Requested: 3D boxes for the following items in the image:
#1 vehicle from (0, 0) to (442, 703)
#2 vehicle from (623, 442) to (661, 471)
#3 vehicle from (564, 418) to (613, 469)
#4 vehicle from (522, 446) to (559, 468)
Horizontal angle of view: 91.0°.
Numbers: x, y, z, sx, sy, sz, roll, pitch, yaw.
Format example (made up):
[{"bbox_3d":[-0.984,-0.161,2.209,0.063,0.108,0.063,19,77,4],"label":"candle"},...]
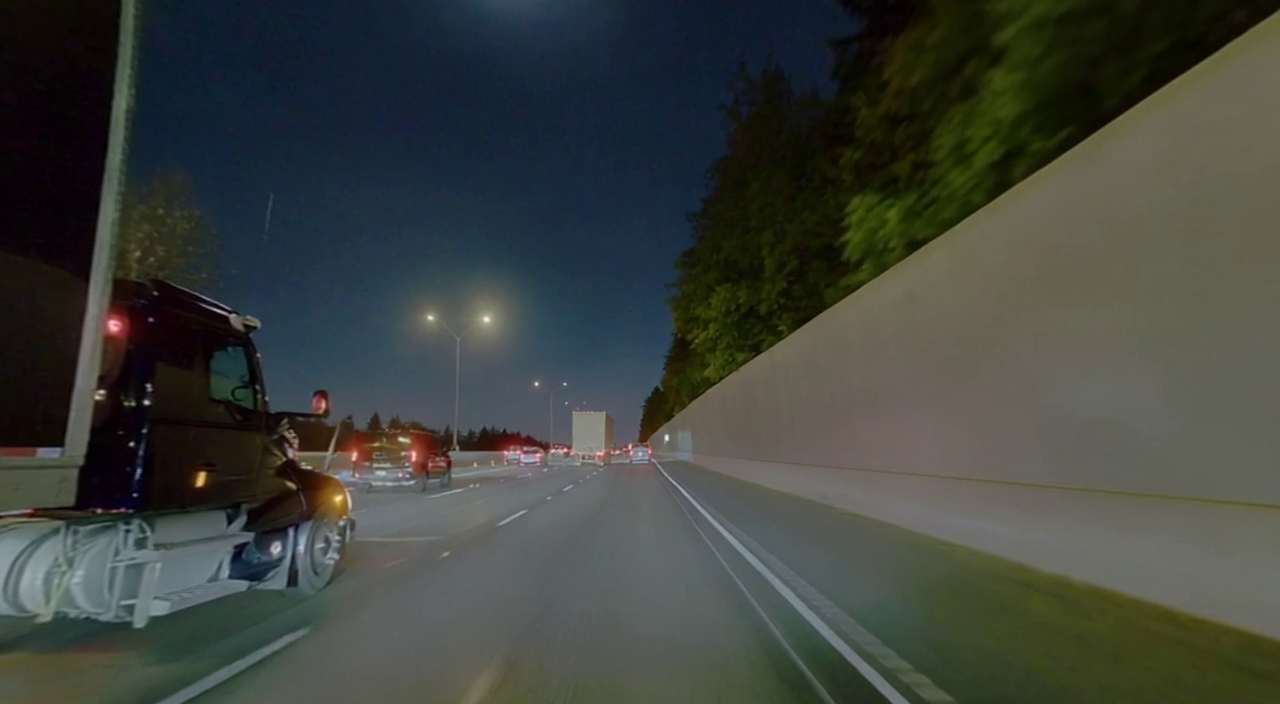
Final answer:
[{"bbox_3d":[-3.676,0.079,1.833,3.025,3.266,9.256,0,-9,1],"label":"vehicle"},{"bbox_3d":[0.129,6.292,38.224,2.178,1.640,4.071,0,-9,1],"label":"vehicle"},{"bbox_3d":[-3.567,6.696,46.002,2.956,3.331,9.575,0,-9,-1],"label":"vehicle"},{"bbox_3d":[-7.175,7.635,45.822,1.962,1.489,4.002,0,-9,1],"label":"vehicle"}]
